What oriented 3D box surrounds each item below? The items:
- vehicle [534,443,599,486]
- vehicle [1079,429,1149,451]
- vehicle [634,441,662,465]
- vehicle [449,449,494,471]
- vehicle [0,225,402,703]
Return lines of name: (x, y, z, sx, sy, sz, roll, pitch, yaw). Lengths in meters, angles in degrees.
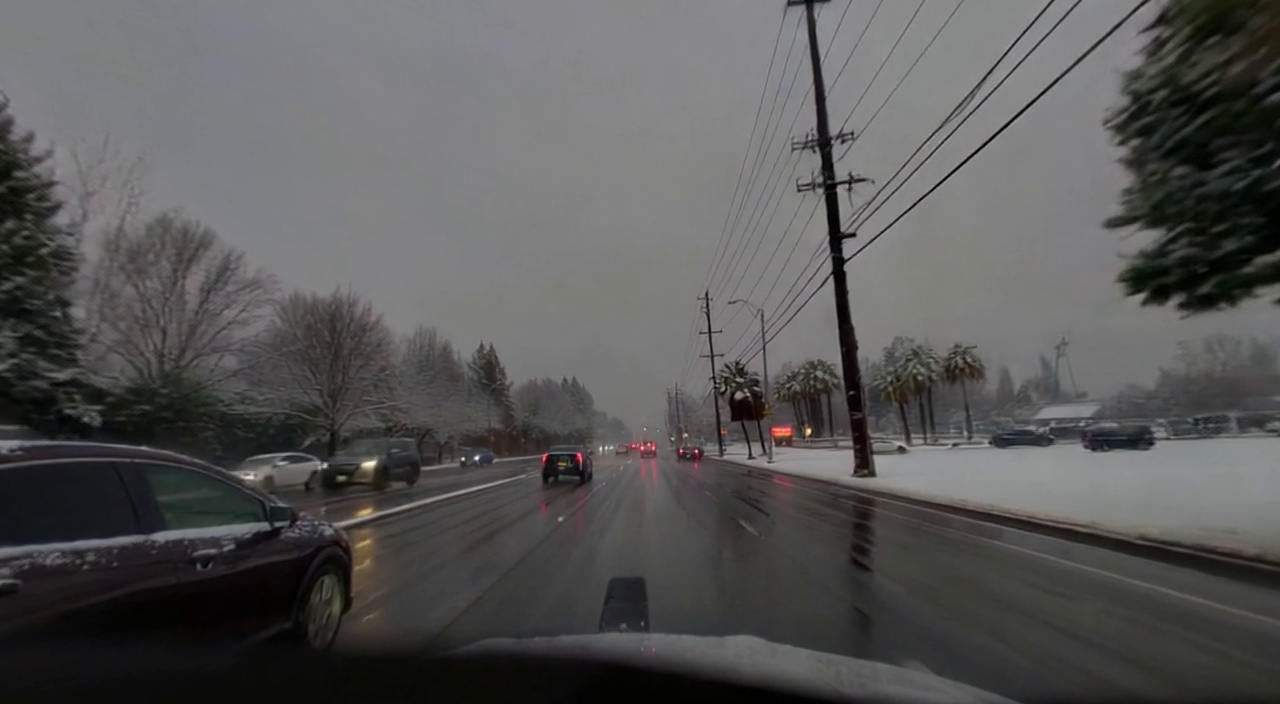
vehicle: (-2.701, 4.246, 24.077, 1.982, 1.451, 4.152, 0, -9, 0)
vehicle: (34.208, 6.342, 45.463, 4.290, 1.547, 1.899, 3, -9, -21)
vehicle: (0.610, 7.906, 49.624, 2.155, 1.781, 3.977, 0, -9, 0)
vehicle: (-12.376, 7.973, 46.612, 2.089, 1.489, 4.426, 0, -9, 1)
vehicle: (-3.041, 0.645, 1.926, 2.381, 1.961, 5.563, 0, -9, 1)
